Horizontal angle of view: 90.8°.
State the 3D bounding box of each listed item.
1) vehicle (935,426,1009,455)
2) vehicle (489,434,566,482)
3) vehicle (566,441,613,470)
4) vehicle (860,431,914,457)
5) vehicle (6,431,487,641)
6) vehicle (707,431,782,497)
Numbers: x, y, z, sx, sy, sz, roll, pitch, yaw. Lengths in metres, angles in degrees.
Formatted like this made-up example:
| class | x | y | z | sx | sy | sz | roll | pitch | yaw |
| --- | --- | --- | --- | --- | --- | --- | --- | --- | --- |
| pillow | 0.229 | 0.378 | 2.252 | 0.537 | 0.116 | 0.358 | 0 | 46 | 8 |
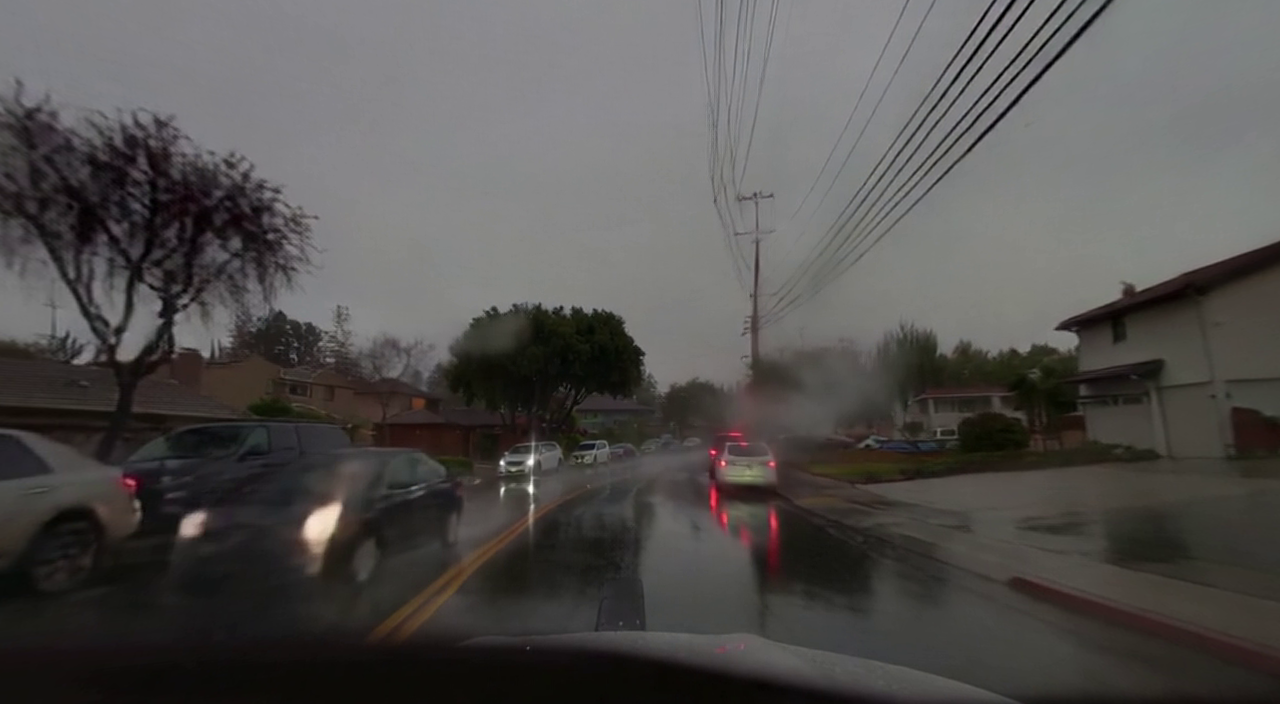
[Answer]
| class | x | y | z | sx | sy | sz | roll | pitch | yaw |
| --- | --- | --- | --- | --- | --- | --- | --- | --- | --- |
| vehicle | 22.220 | 6.000 | 42.491 | 2.253 | 1.805 | 4.842 | 1 | -9 | -1 |
| vehicle | -5.481 | 5.316 | 31.623 | 2.353 | 2.037 | 5.358 | -5 | -11 | 6 |
| vehicle | -3.421 | 7.182 | 44.012 | 2.192 | 1.873 | 4.985 | -1 | -9 | 9 |
| vehicle | 17.013 | 6.353 | 43.697 | 2.079 | 1.675 | 3.855 | 0 | -9 | -1 |
| vehicle | -3.644 | 1.779 | 7.236 | 2.448 | 1.475 | 4.568 | -4 | -9 | 3 |
| vehicle | 3.175 | 3.497 | 20.147 | 2.032 | 1.810 | 5.047 | -1 | -9 | 6 |
